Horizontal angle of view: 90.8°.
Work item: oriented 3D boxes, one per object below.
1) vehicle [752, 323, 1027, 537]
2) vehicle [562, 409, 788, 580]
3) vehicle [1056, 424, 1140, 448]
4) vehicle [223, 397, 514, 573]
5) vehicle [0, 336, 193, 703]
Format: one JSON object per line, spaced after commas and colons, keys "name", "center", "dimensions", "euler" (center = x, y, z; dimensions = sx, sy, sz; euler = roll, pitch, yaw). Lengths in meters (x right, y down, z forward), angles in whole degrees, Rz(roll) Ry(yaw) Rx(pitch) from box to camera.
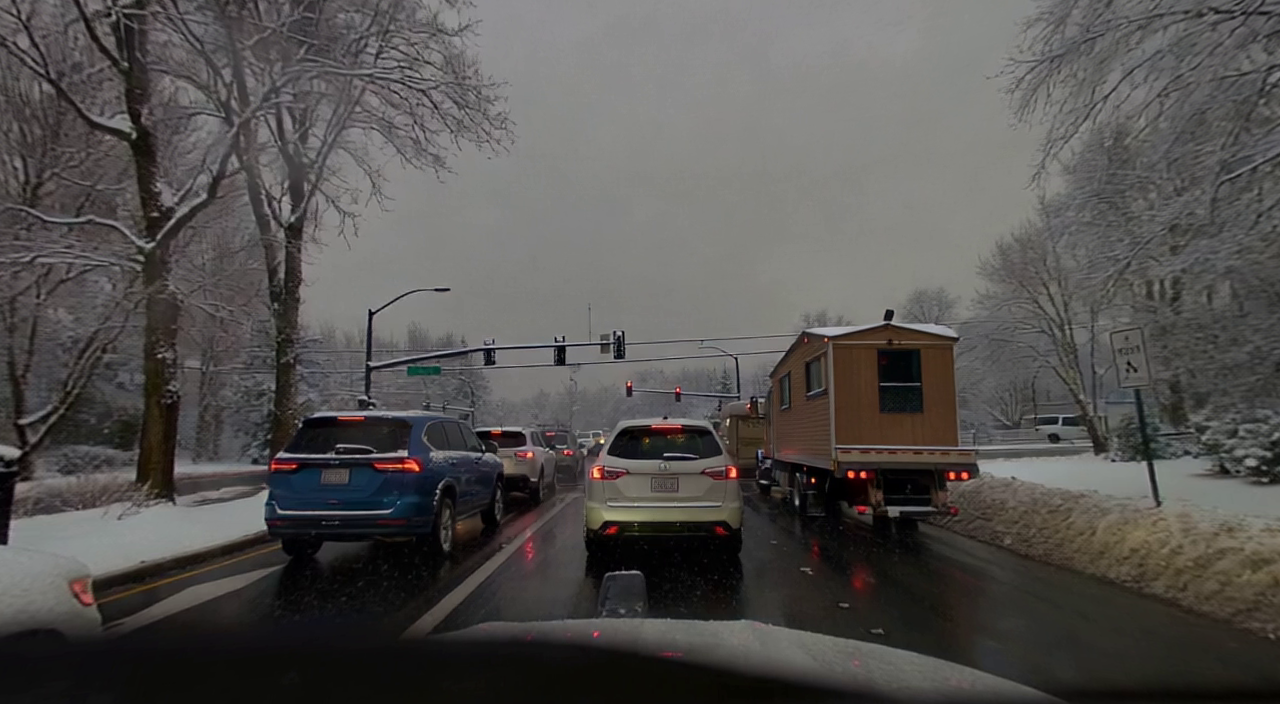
{"name": "vehicle", "center": [3.688, 1.402, 11.005], "dimensions": [2.531, 2.750, 5.595], "euler": [0, -9, 1]}
{"name": "vehicle", "center": [0.352, 1.707, 8.321], "dimensions": [2.189, 1.649, 4.171], "euler": [0, -9, 0]}
{"name": "vehicle", "center": [33.164, 6.138, 45.889], "dimensions": [4.671, 1.595, 1.824], "euler": [-6, -10, 31]}
{"name": "vehicle", "center": [-3.271, 1.716, 8.839], "dimensions": [2.085, 1.812, 4.388], "euler": [0, -9, 0]}
{"name": "vehicle", "center": [-3.429, 0.655, 1.350], "dimensions": [1.952, 1.730, 4.116], "euler": [0, -9, -1]}
